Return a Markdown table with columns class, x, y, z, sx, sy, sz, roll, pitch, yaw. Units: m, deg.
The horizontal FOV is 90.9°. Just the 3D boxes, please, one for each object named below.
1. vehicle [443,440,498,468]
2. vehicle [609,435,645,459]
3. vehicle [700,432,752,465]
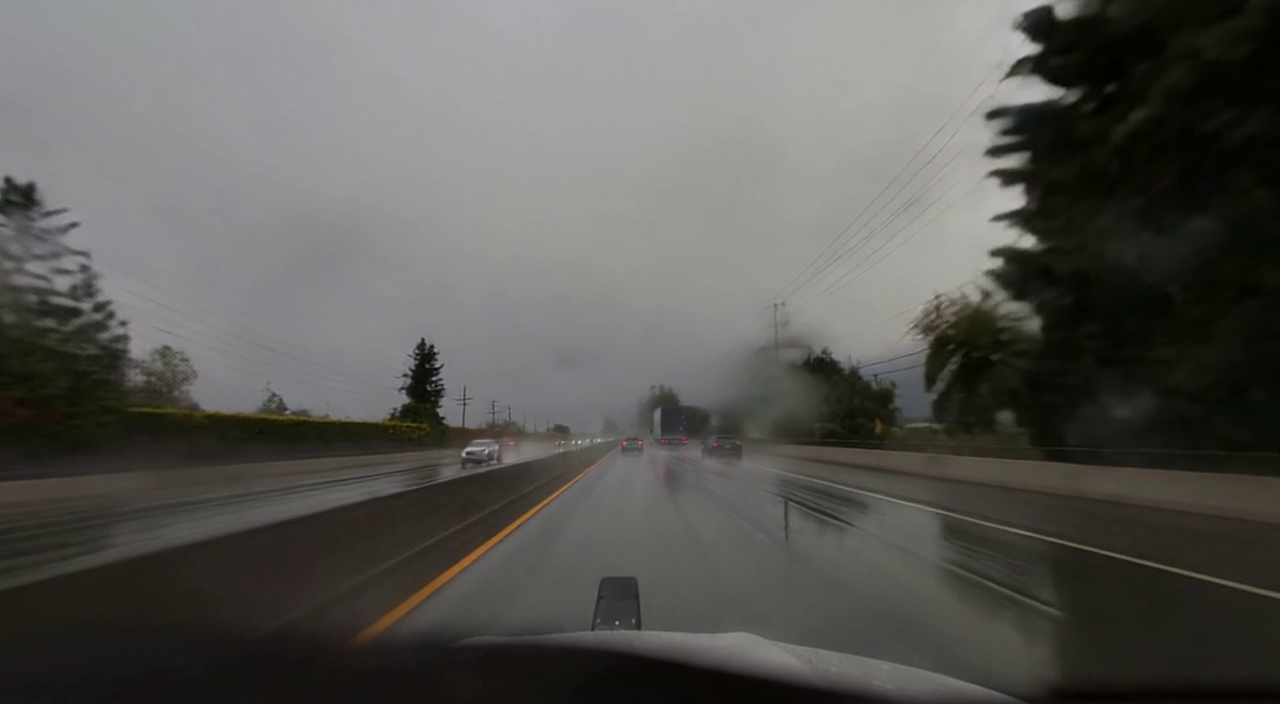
| class | x | y | z | sx | sy | sz | roll | pitch | yaw |
| --- | --- | --- | --- | --- | --- | --- | --- | --- | --- |
| vehicle | -9.864 | 5.931 | 37.024 | 2.106 | 1.511 | 4.134 | 0 | -8 | 0 |
| vehicle | -0.827 | 6.030 | 40.263 | 2.163 | 1.466 | 3.693 | 0 | -8 | -1 |
| vehicle | 4.265 | 4.805 | 31.695 | 1.930 | 1.573 | 3.853 | 0 | -8 | -2 |
